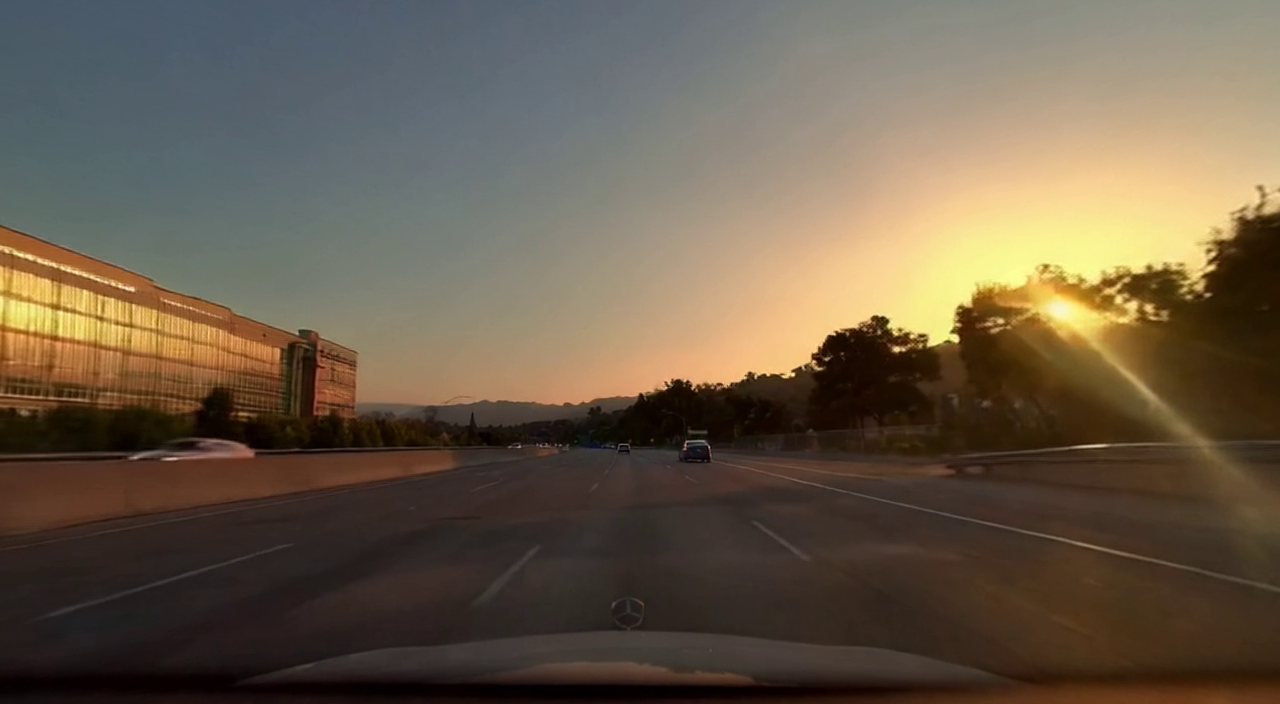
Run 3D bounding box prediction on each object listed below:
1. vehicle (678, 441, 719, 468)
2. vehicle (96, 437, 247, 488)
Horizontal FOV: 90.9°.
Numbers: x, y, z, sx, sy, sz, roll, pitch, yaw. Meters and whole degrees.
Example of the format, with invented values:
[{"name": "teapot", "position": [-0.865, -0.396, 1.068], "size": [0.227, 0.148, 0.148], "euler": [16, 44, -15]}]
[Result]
[{"name": "vehicle", "position": [3.484, 6.189, 38.242], "size": [1.926, 1.477, 4.025], "euler": [0, -9, -2]}, {"name": "vehicle", "position": [-16.576, 3.909, 22.685], "size": [1.986, 1.618, 4.467], "euler": [0, -9, 0]}]
